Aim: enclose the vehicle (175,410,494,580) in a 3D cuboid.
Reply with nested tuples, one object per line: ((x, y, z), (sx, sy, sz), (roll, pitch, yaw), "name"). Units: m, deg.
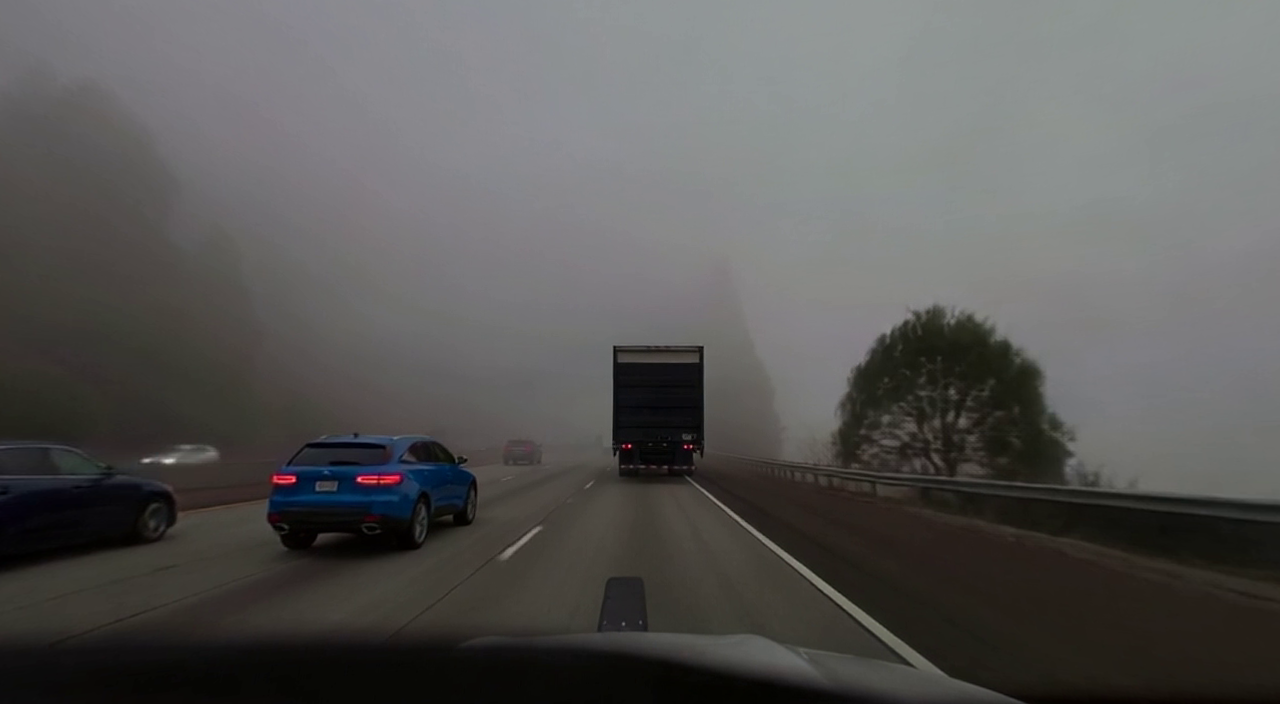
((-3.536, 1.736, 8.445), (2.077, 1.671, 4.249), (0, -9, 1), "vehicle")

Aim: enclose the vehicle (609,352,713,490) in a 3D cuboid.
((0.637, 2.686, 22.931), (2.870, 3.841, 10.653), (0, -9, 1), "vehicle")

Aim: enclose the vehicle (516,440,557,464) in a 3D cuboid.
((-6.720, 6.554, 41.467), (1.882, 1.451, 4.416), (0, -9, 1), "vehicle")

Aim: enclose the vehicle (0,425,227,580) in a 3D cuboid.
((-7.203, 1.570, 6.849), (2.063, 1.480, 4.842), (0, -9, 1), "vehicle")
